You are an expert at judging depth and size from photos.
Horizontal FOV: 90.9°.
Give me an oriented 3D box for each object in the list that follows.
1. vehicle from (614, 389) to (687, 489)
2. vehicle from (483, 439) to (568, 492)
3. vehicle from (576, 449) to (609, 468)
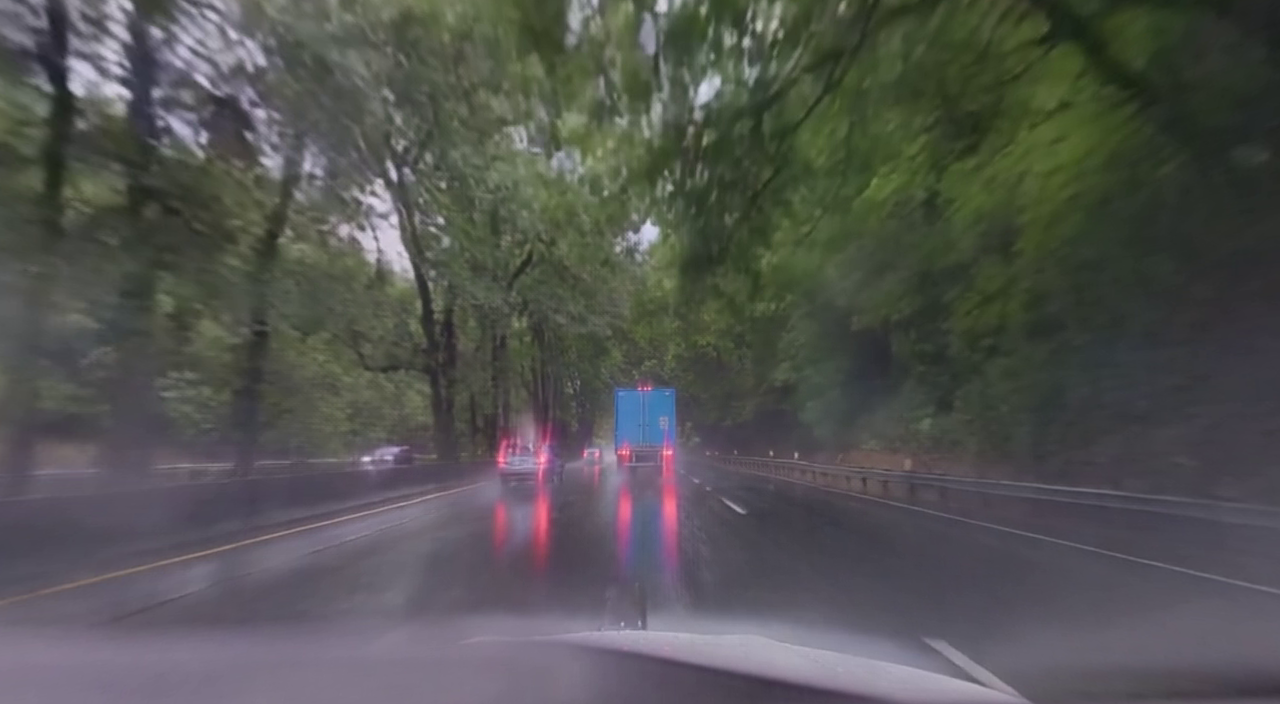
[{"bbox_3d":[0.493,4.110,29.288,2.821,3.878,8.925,0,-9,1],"label":"vehicle"},{"bbox_3d":[-3.878,3.950,22.262,2.018,1.632,4.722,0,-9,1],"label":"vehicle"},{"bbox_3d":[-3.692,8.429,49.972,2.133,1.358,4.870,0,-9,2],"label":"vehicle"}]
